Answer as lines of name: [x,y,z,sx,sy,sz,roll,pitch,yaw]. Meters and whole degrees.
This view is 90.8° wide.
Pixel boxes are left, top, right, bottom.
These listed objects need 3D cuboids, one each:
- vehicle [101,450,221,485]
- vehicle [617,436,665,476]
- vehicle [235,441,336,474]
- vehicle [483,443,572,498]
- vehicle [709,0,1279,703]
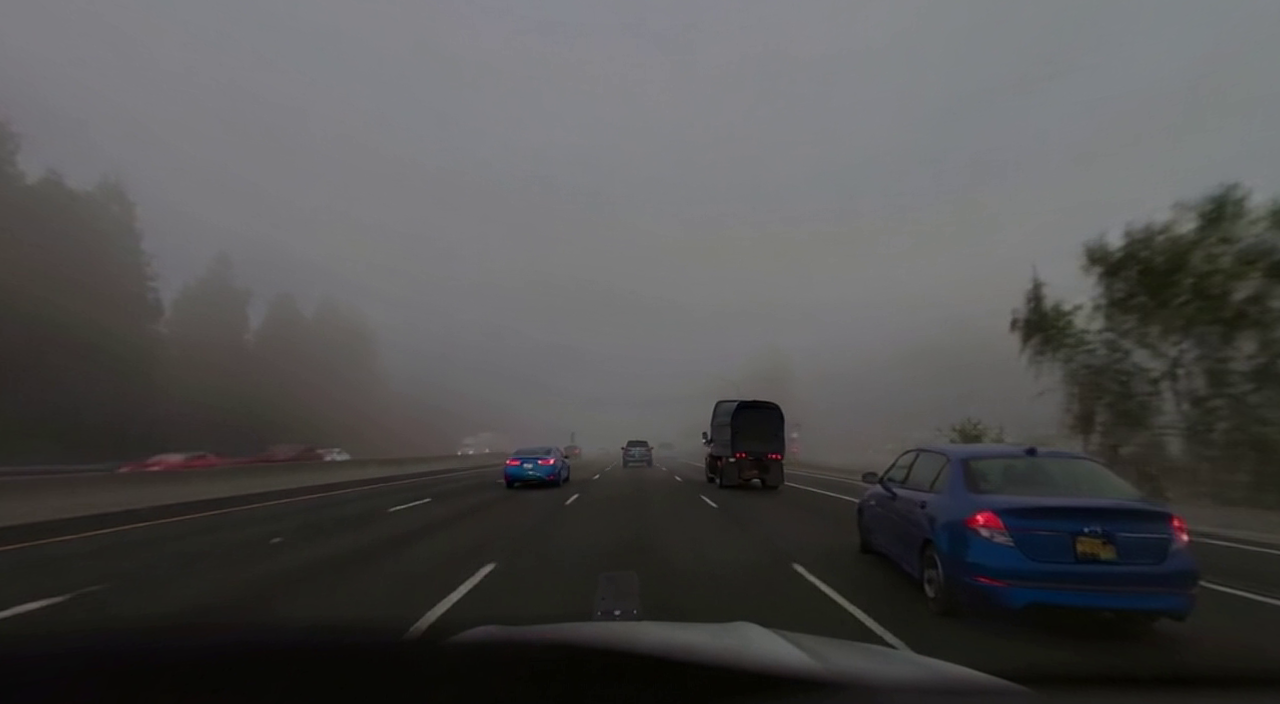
vehicle: [-23.301,5.611,31.026,1.977,1.522,5.066,0,-9,-1]
vehicle: [0.019,5.083,31.113,2.203,1.805,4.358,0,-9,-1]
vehicle: [-20.630,6.166,37.224,2.354,1.744,6.331,0,-9,0]
vehicle: [-3.206,3.474,18.907,1.864,1.406,4.544,0,-9,0]
vehicle: [3.516,0.836,10.481,2.876,4.086,15.117,0,-9,-1]
